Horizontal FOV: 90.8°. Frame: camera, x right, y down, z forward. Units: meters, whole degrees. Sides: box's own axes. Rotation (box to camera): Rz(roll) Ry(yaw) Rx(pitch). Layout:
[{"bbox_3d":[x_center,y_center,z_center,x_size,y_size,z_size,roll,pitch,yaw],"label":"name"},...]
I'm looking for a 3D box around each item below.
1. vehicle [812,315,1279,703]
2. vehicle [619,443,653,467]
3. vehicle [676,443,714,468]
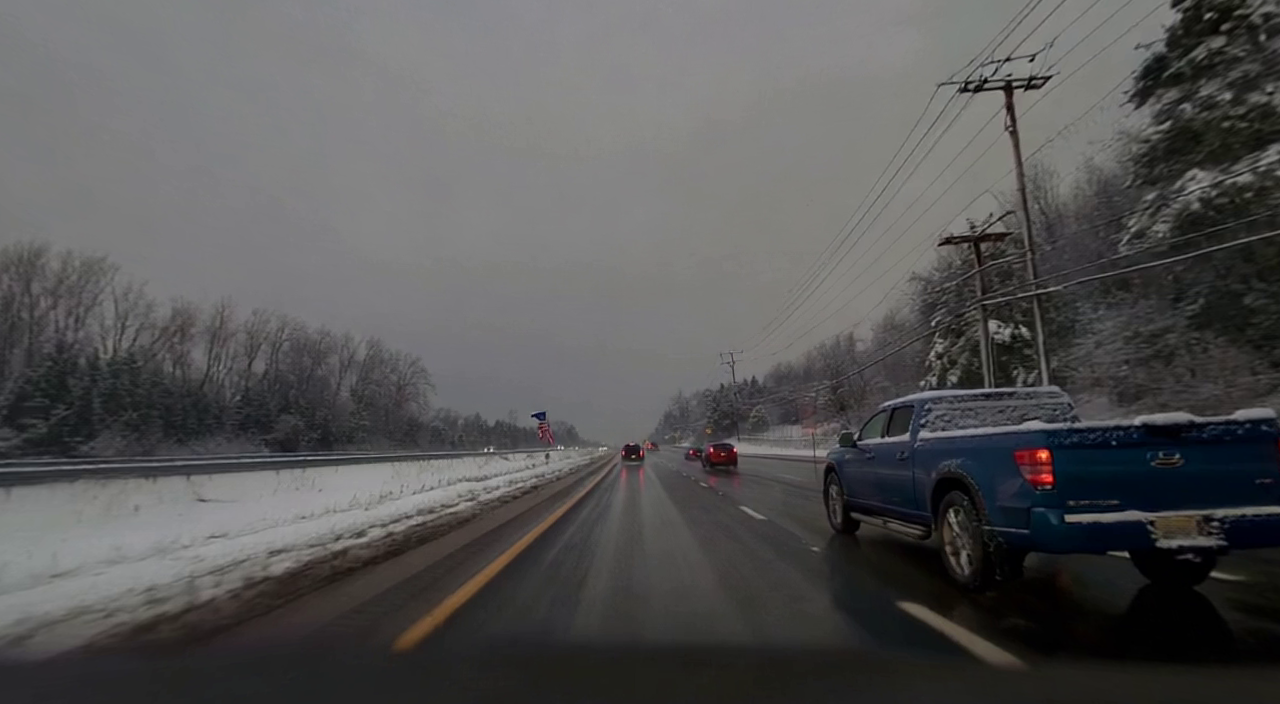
[{"bbox_3d":[3.849,1.231,6.357,2.461,2.013,6.075,0,-8,-1],"label":"vehicle"},{"bbox_3d":[-0.275,6.622,40.794,2.085,1.449,3.860,0,-8,0],"label":"vehicle"},{"bbox_3d":[3.535,6.726,41.341,1.978,1.488,4.252,0,-8,-1],"label":"vehicle"}]
